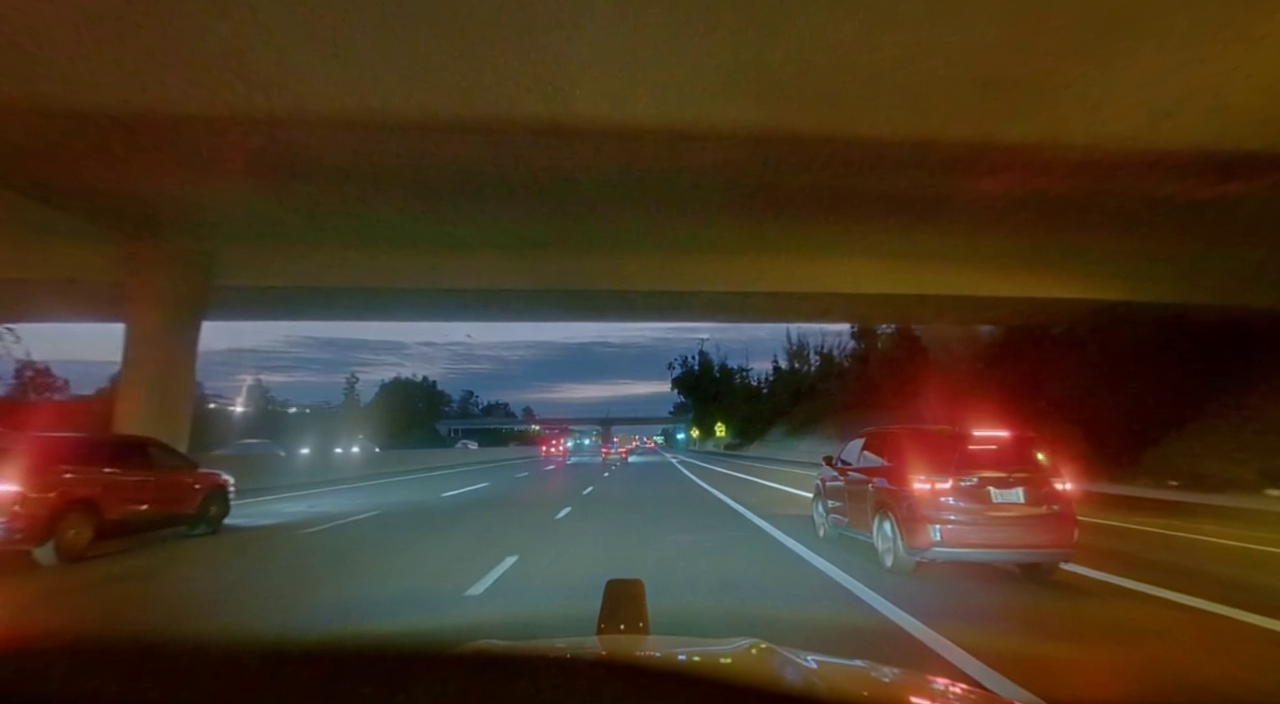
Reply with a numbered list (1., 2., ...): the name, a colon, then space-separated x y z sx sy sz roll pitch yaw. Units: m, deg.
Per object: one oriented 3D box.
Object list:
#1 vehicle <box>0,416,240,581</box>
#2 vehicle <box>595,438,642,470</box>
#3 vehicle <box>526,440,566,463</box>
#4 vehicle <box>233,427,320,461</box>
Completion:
1. vehicle: -7.210 1.546 6.984 2.235 1.554 4.976 0 -8 1
2. vehicle: -1.094 5.612 34.763 2.210 1.628 4.586 -1 -8 3
3. vehicle: -6.688 7.166 45.460 2.069 1.551 4.830 0 -8 1
4. vehicle: -19.980 5.117 34.929 2.109 1.744 4.556 0 -8 -1
